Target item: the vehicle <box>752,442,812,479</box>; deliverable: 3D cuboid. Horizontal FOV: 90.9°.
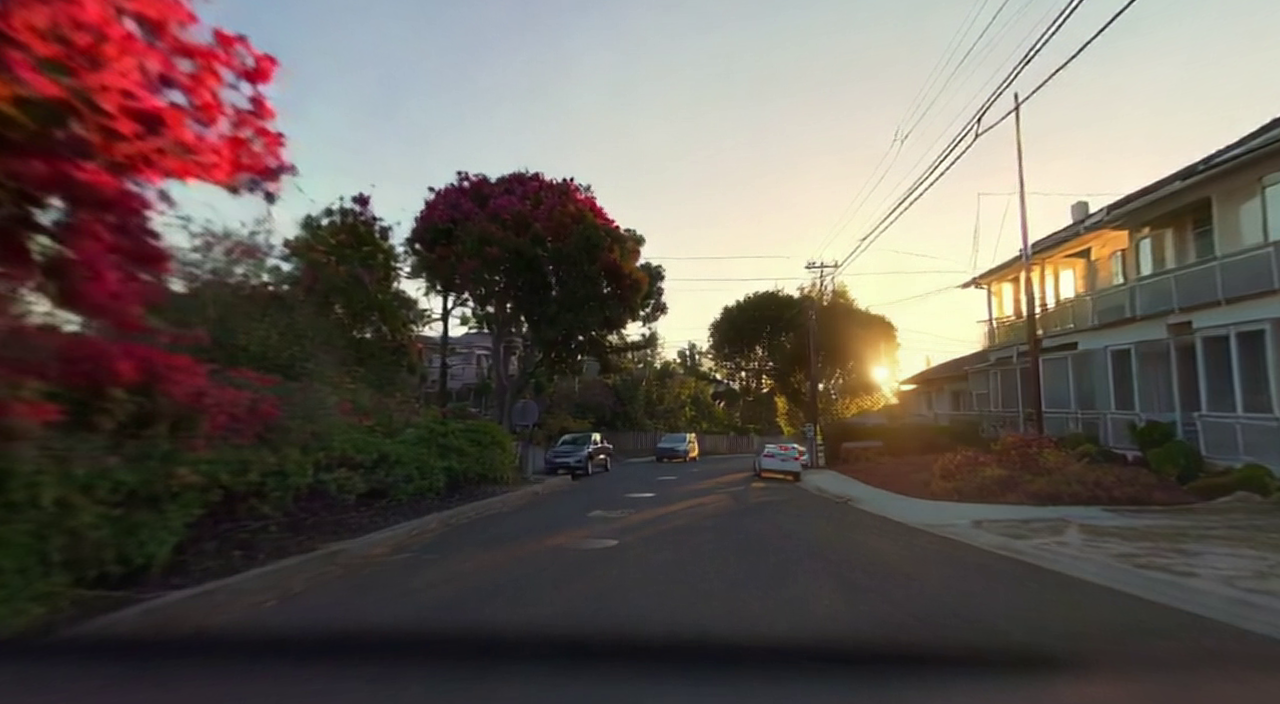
[{"bbox_3d":[6.249,4.792,28.283,2.151,1.468,5.066,-1,-8,8],"label":"vehicle"}]
